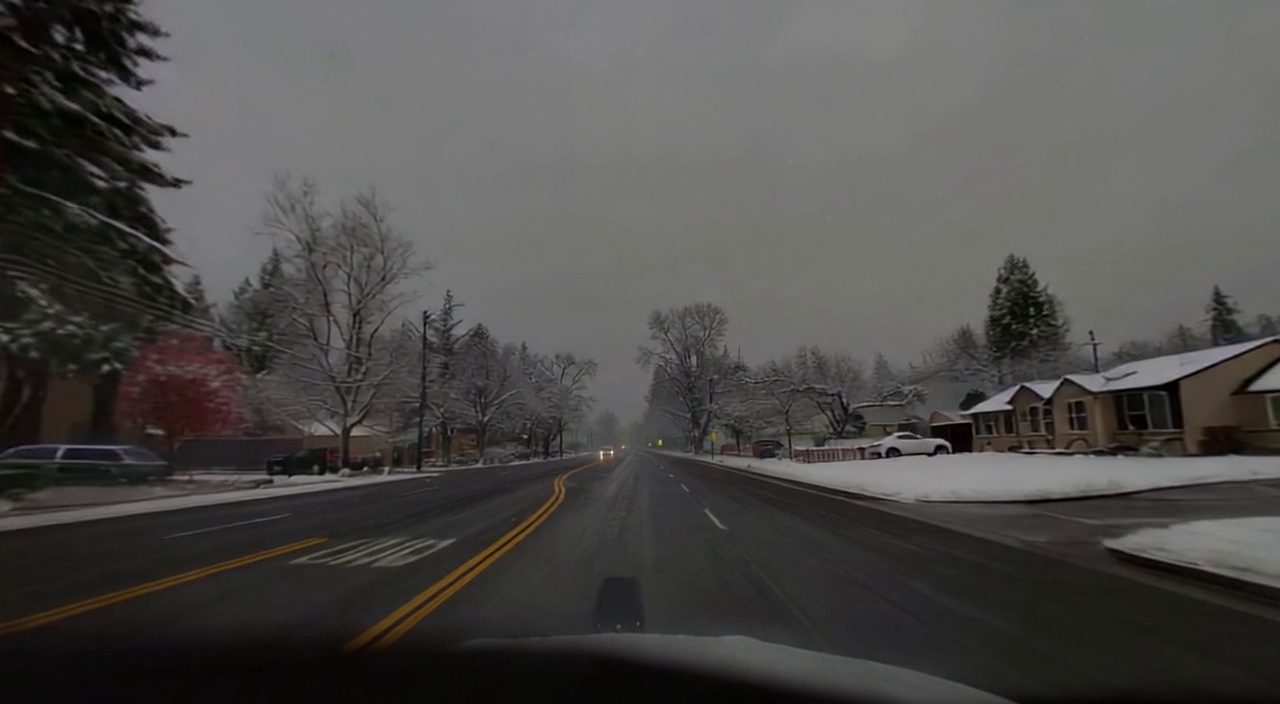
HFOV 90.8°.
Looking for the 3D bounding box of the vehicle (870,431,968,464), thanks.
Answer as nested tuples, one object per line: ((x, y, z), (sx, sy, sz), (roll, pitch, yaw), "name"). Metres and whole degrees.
((15.695, 5.385, 35.699), (4.548, 1.535, 1.882), (-4, -9, 3), "vehicle")

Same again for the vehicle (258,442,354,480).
((-18.042, 5.880, 34.490), (2.161, 1.873, 5.514), (0, -8, 1), "vehicle")
